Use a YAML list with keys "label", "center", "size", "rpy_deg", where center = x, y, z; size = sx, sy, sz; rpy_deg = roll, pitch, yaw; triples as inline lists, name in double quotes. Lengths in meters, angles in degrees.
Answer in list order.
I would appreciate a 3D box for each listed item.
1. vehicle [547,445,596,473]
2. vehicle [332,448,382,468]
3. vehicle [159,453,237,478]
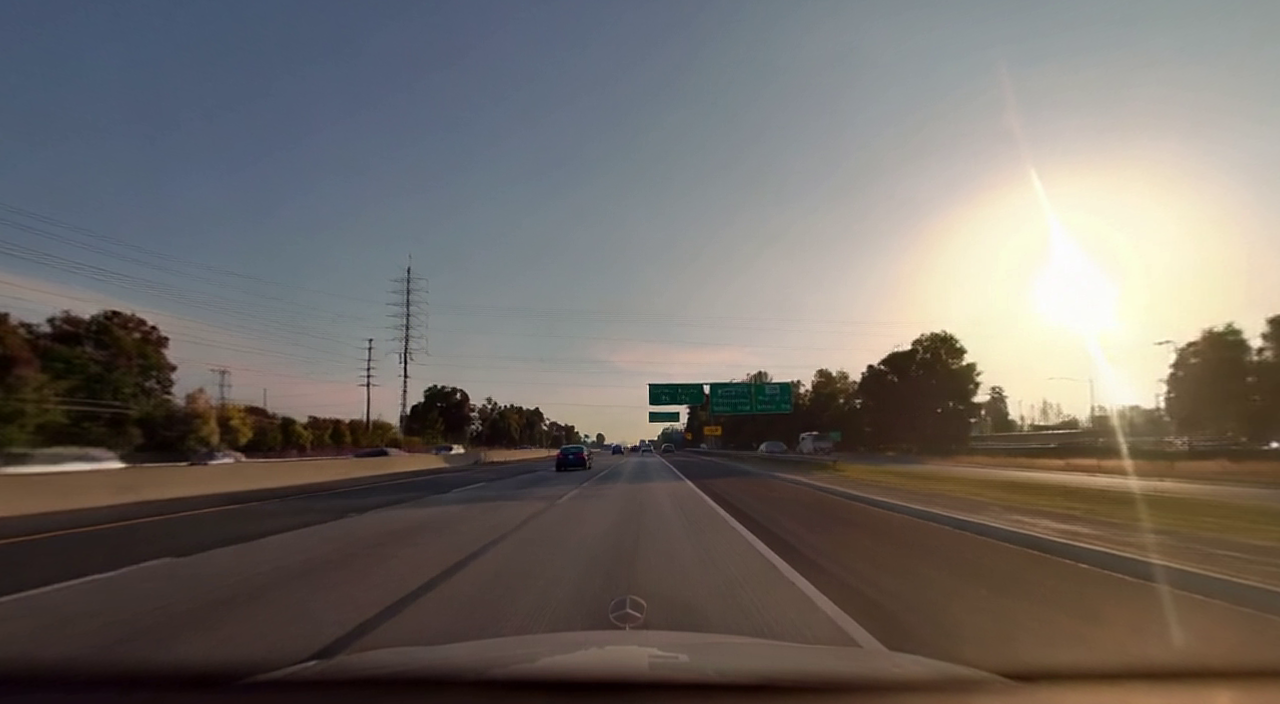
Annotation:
- label: "vehicle"
  center: [-3.566, 5.683, 33.611]
  size: [2.048, 1.368, 4.613]
  rpy_deg: [0, -9, 1]
- label: "vehicle"
  center: [-21.734, 8.145, 48.567]
  size: [1.784, 1.482, 4.400]
  rpy_deg: [0, -9, 1]
- label: "vehicle"
  center: [-29.169, 7.458, 41.760]
  size: [1.981, 1.497, 4.379]
  rpy_deg: [0, -9, 1]
